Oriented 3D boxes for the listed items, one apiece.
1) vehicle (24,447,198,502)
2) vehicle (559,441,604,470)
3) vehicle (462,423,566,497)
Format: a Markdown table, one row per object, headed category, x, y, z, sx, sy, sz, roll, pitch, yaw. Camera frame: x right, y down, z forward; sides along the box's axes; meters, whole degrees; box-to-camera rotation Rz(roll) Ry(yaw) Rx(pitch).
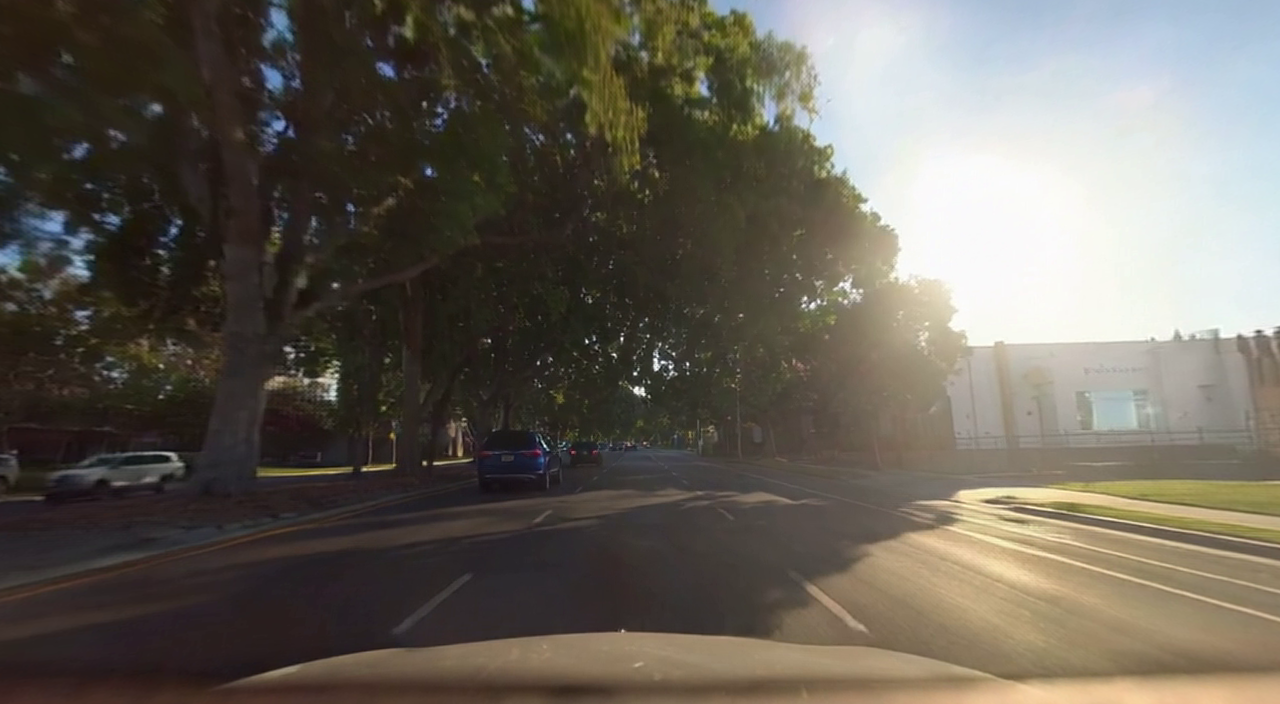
| category | x | y | z | sx | sy | sz | roll | pitch | yaw |
| --- | --- | --- | --- | --- | --- | --- | --- | --- | --- |
| vehicle | -16.493 | 3.799 | 20.059 | 1.832 | 1.499 | 4.241 | 0 | -8 | 0 |
| vehicle | -3.128 | 5.649 | 34.763 | 2.069 | 1.470 | 4.601 | 0 | -8 | 0 |
| vehicle | -3.359 | 2.982 | 17.813 | 2.042 | 1.817 | 4.364 | 0 | -8 | 0 |
